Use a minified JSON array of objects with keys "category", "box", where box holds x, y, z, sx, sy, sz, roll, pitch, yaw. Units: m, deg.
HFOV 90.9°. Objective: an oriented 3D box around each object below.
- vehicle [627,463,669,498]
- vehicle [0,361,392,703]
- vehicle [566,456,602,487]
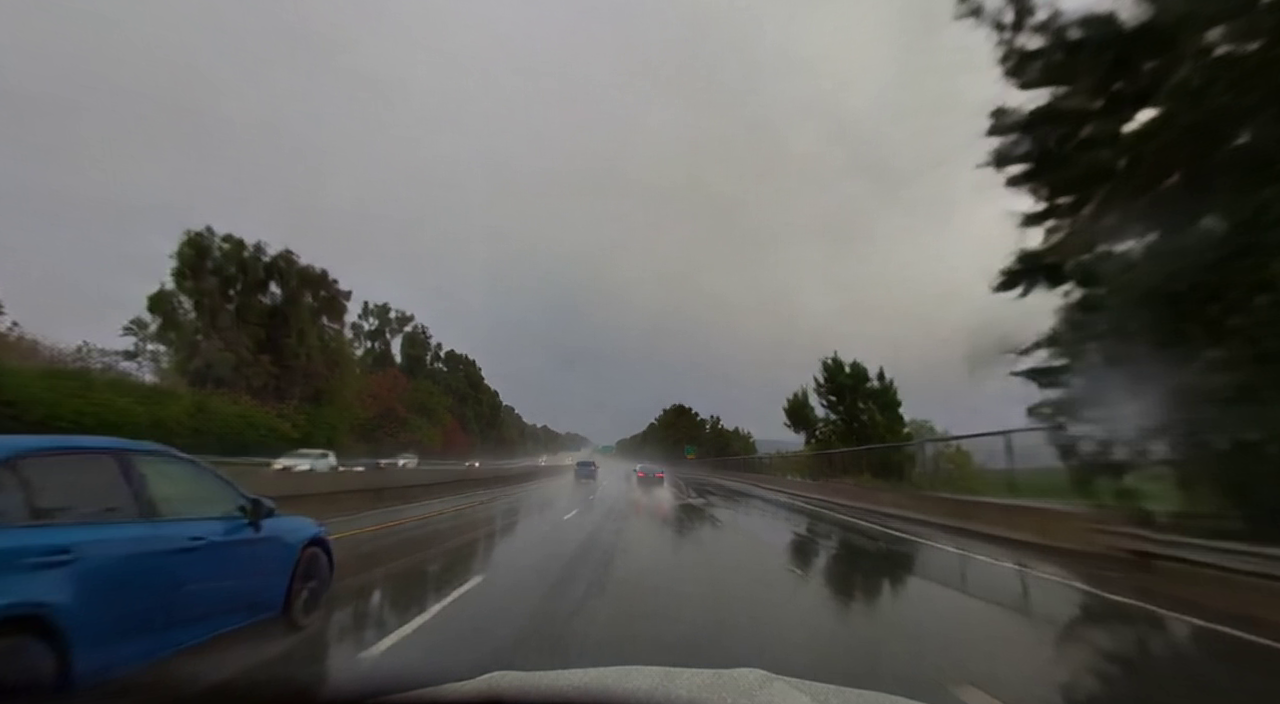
[{"category":"vehicle","box":[0.331,6.208,30.554,1.905,1.559,3.491,1,-11,-2]},{"category":"vehicle","box":[-3.554,1.128,3.747,2.176,1.678,4.724,0,-11,0]},{"category":"vehicle","box":[-4.163,8.995,47.410,2.237,2.113,4.815,1,-11,0]}]
